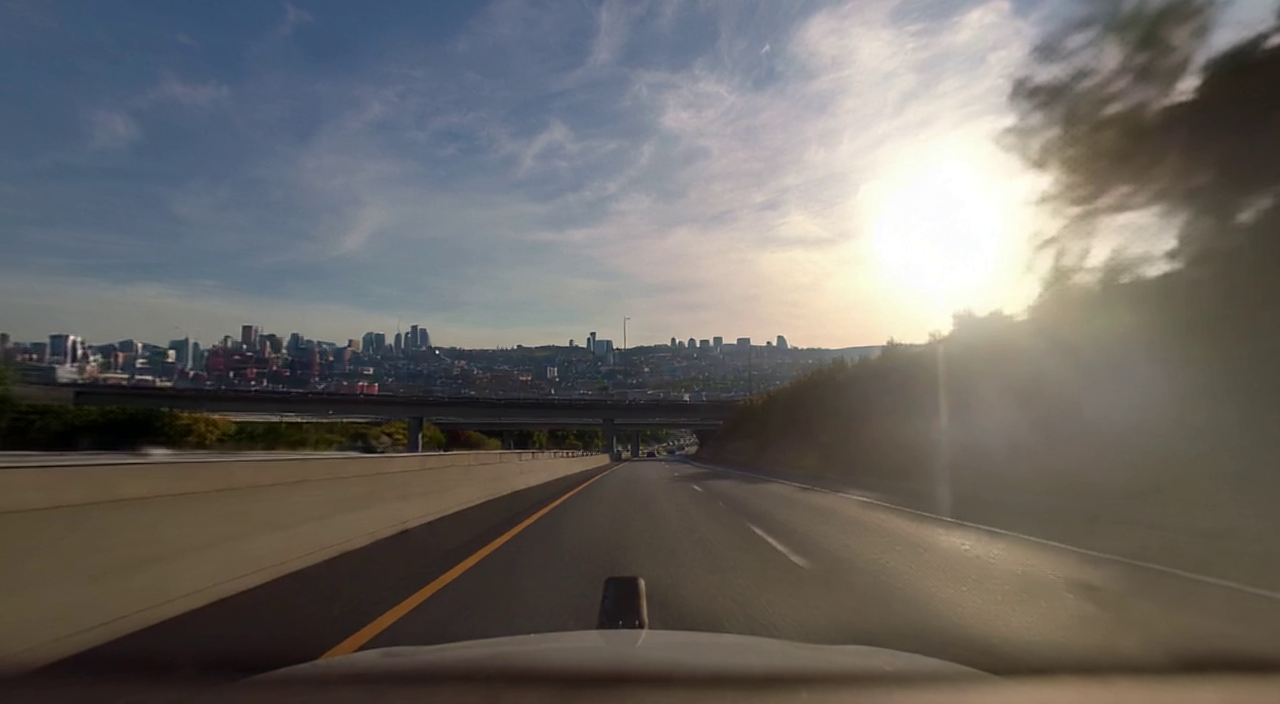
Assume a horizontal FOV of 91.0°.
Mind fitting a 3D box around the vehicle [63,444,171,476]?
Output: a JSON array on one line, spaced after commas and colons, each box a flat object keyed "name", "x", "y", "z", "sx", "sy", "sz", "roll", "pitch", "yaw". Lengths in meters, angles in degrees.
[{"name": "vehicle", "x": -27.468, "y": 5.659, "z": 33.273, "sx": 1.776, "sy": 1.507, "sz": 4.684, "roll": 0, "pitch": -8, "yaw": -2}]
